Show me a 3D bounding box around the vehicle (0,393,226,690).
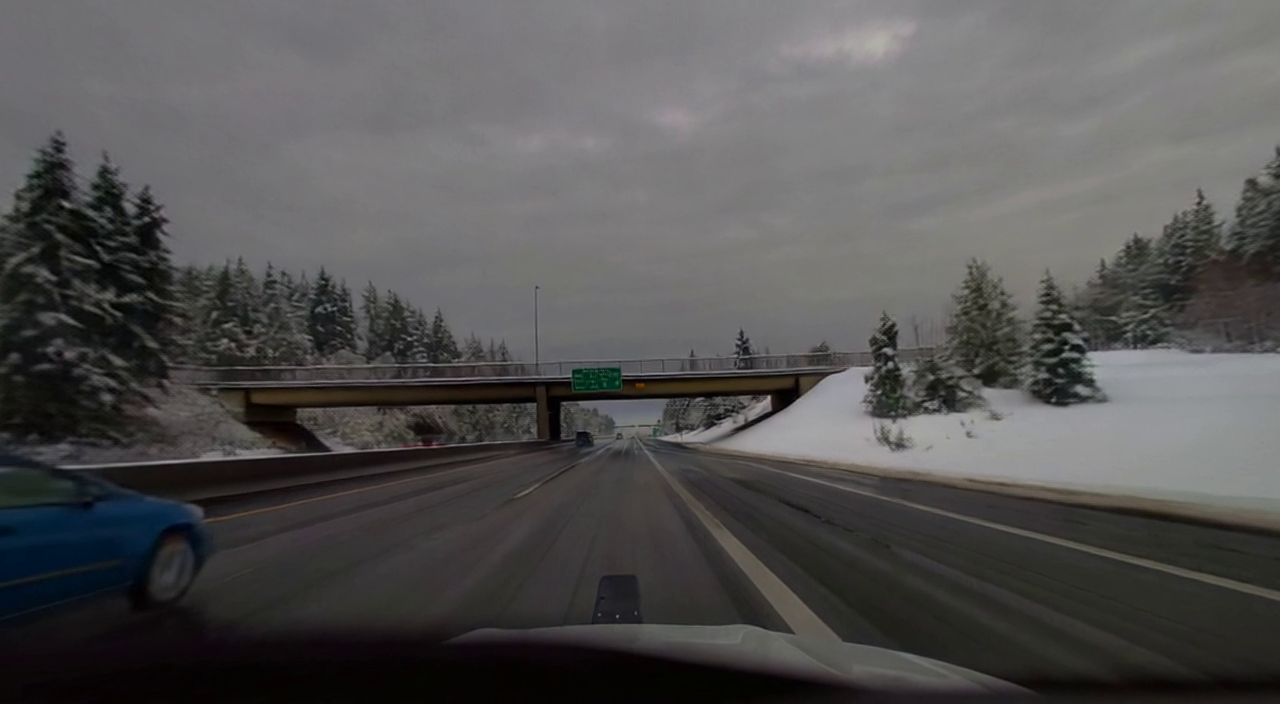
[{"bbox_3d":[-4.563,0.983,2.996,2.086,1.624,4.607,0,-8,-1],"label":"vehicle"}]
